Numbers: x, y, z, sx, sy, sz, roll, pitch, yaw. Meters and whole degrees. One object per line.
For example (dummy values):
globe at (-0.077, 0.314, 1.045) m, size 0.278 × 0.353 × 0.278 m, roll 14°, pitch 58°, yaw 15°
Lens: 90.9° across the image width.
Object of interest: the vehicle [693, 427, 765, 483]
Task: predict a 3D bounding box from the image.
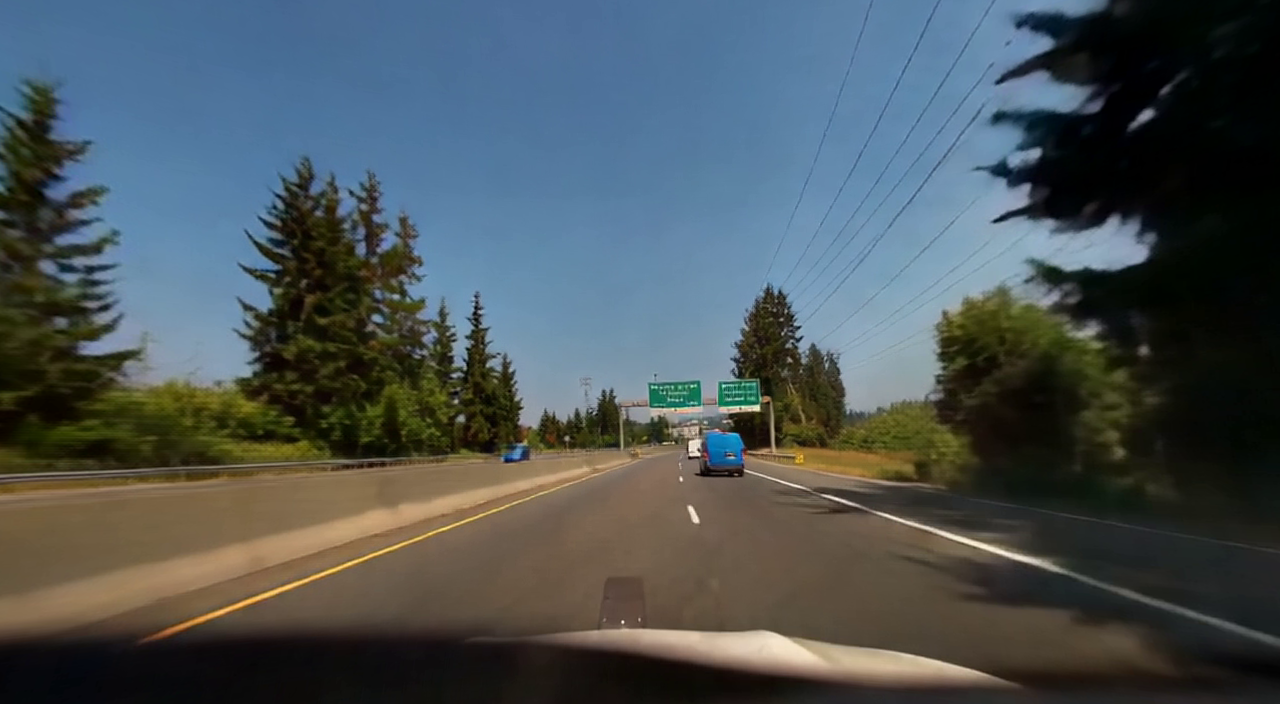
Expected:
vehicle at (3.397, 4.087, 25.172) m, size 2.261 × 1.969 × 5.104 m, roll 0°, pitch -9°, yaw 1°
